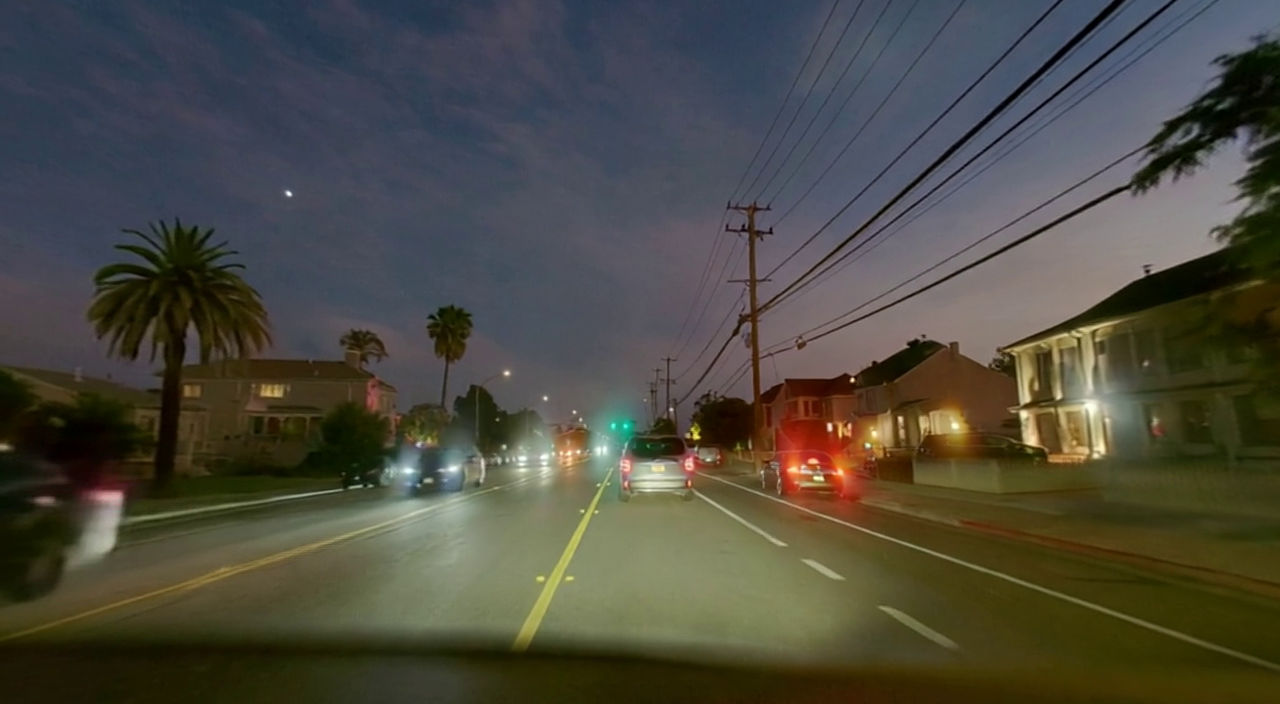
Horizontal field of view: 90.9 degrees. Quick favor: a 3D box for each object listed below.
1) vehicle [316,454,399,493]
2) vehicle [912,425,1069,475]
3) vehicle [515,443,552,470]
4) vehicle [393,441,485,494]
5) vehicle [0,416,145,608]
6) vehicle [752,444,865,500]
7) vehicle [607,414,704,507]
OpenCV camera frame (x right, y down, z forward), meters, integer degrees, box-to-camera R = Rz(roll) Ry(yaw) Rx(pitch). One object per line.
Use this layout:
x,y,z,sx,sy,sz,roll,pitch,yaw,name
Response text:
-12.967,5.574,29.243,2.004,1.441,4.572,-3,-8,-3,vehicle
13.677,3.813,24.840,4.749,1.699,2.311,-2,-6,0,vehicle
-7.454,7.333,44.396,1.993,1.737,4.353,0,-8,-2,vehicle
-6.933,3.986,22.243,1.965,1.653,4.251,0,-8,-2,vehicle
-6.706,1.357,5.058,1.948,1.706,4.407,0,-8,-2,vehicle
4.831,3.482,18.782,2.022,1.456,4.246,0,-8,-3,vehicle
0.231,2.765,16.458,2.168,2.040,4.527,0,-8,-3,vehicle
